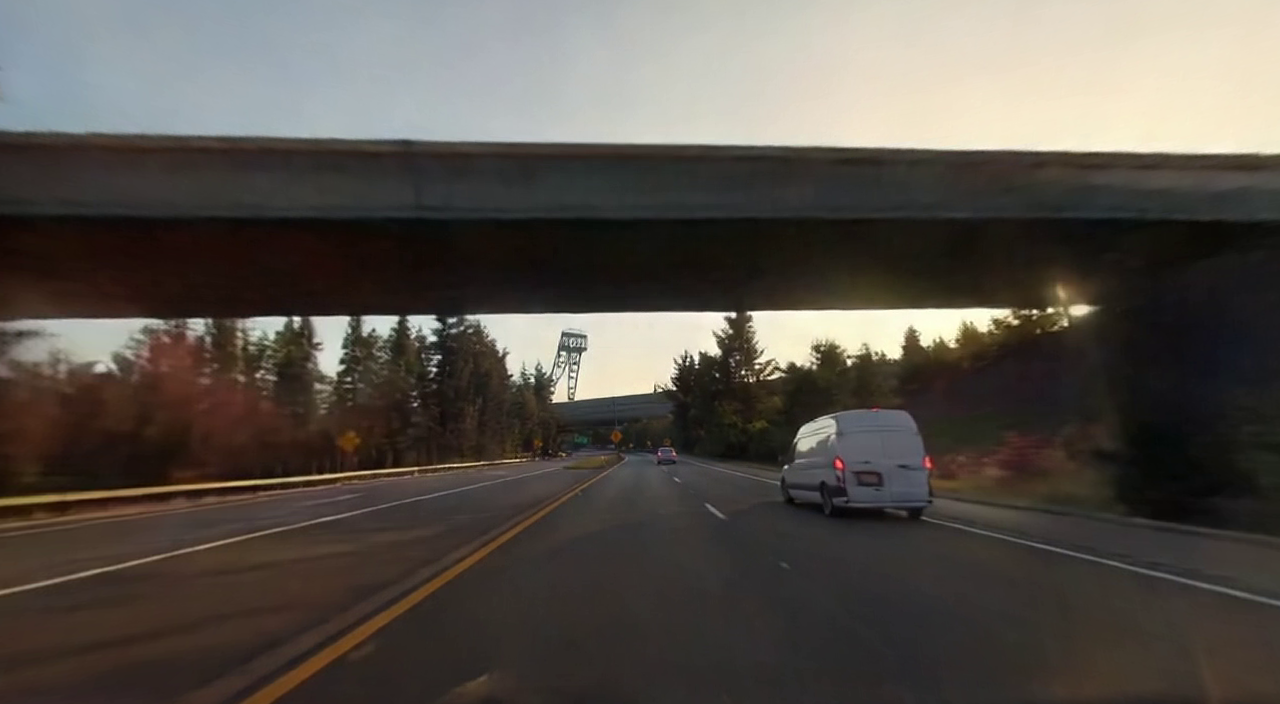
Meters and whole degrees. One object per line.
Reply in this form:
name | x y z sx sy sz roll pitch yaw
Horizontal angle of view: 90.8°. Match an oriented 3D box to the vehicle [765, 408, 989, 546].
vehicle | 4.015 2.252 11.997 2.152 1.998 5.380 0 -9 0
